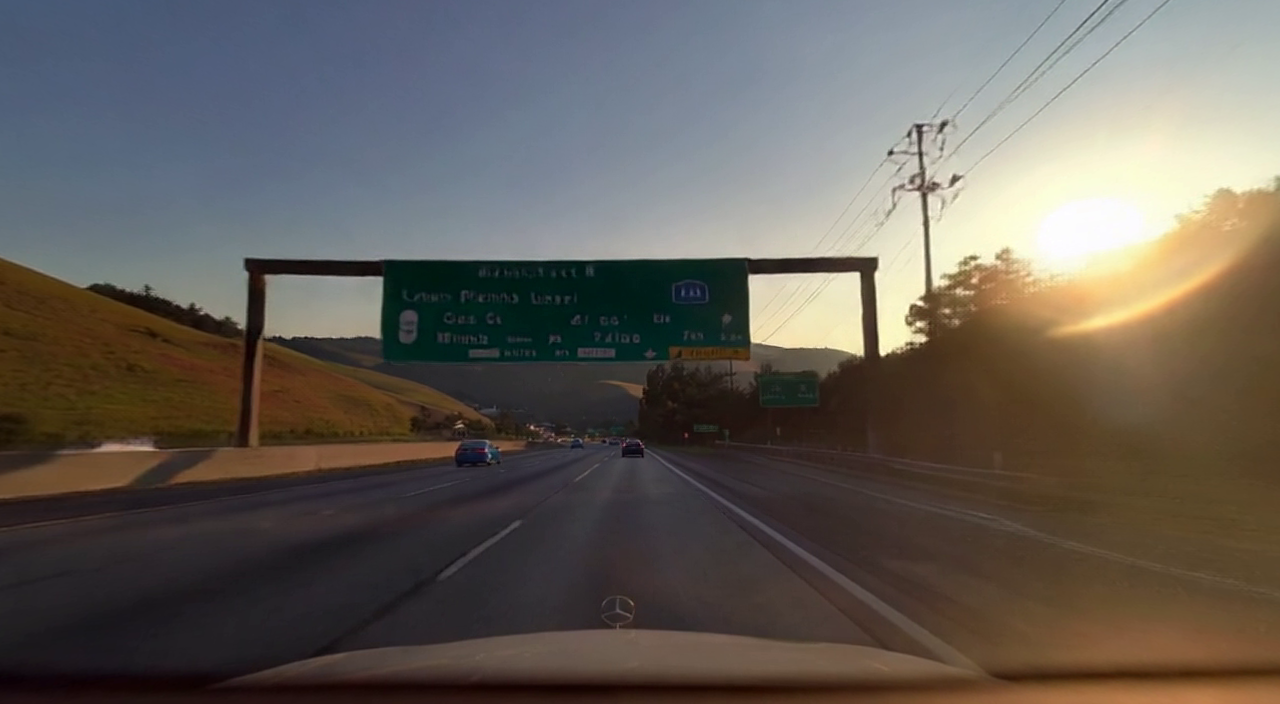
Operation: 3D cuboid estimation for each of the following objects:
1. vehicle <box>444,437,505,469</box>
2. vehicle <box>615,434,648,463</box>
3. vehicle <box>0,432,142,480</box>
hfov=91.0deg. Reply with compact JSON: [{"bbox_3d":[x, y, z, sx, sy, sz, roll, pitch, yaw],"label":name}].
[{"bbox_3d":[-8.488,5.215,32.735,2.047,1.486,4.306,0,-8,0],"label":"vehicle"},{"bbox_3d":[-0.539,6.247,40.896,2.040,1.715,3.906,0,-8,-1],"label":"vehicle"},{"bbox_3d":[-20.065,3.570,21.827,1.896,1.464,4.522,0,-8,-1],"label":"vehicle"}]
